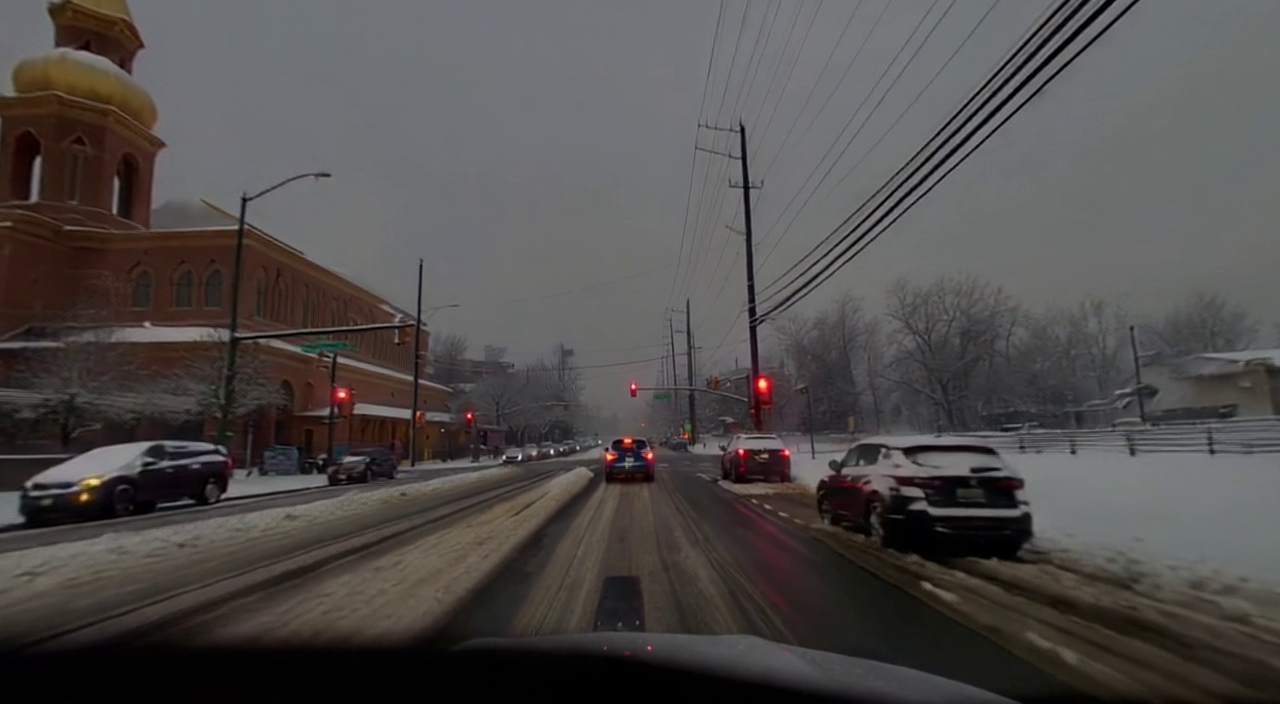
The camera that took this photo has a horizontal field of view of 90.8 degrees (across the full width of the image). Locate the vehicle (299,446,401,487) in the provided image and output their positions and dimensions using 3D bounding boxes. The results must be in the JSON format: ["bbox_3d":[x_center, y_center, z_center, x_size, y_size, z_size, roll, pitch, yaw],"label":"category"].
[{"bbox_3d":[-11.982,4.718,26.504,1.980,1.502,4.655,-1,-8,1],"label":"vehicle"}]

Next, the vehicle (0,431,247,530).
[{"bbox_3d":[-12.126,2.961,15.199,2.071,1.814,5.185,-5,-8,0],"label":"vehicle"}]

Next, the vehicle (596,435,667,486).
[{"bbox_3d":[-0.282,3.445,20.397,2.049,1.453,4.299,0,-8,-1],"label":"vehicle"}]

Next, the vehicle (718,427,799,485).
[{"bbox_3d":[3.917,3.527,21.727,2.015,1.780,4.261,0,-8,1],"label":"vehicle"}]

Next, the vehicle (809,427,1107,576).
[{"bbox_3d":[3.911,1.813,8.688,2.003,1.524,3.868,0,-6,-1],"label":"vehicle"}]
